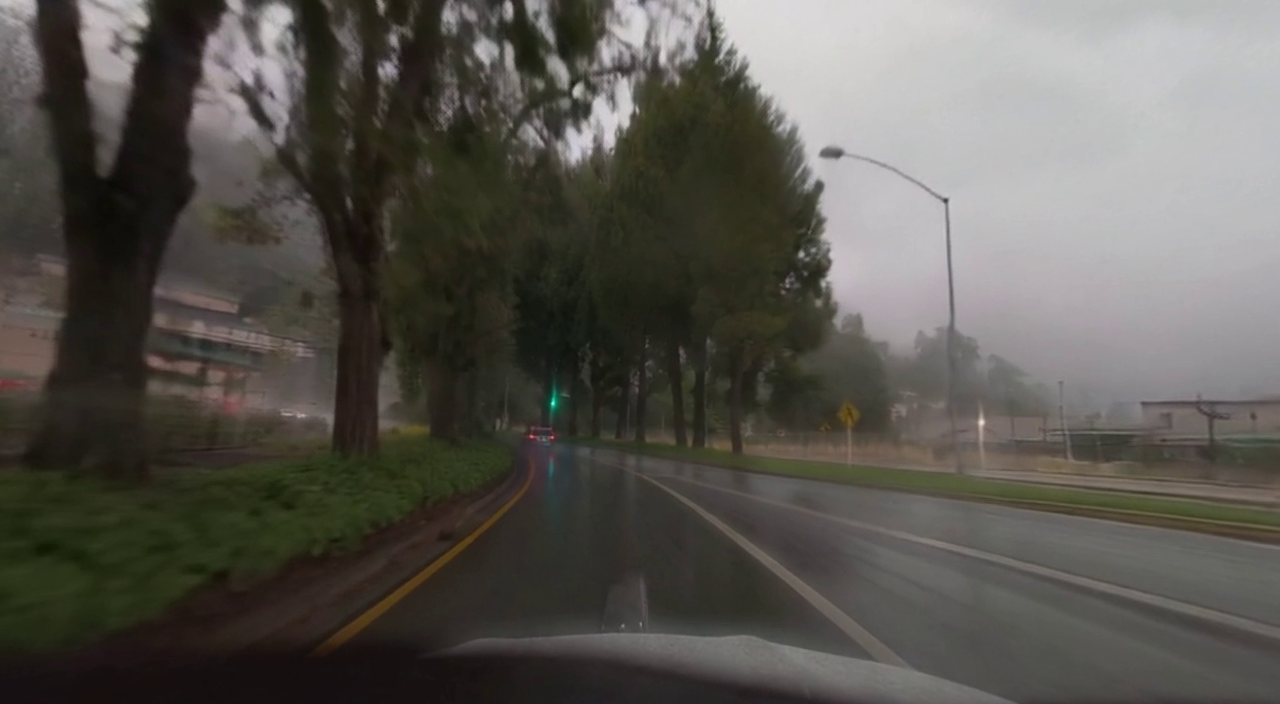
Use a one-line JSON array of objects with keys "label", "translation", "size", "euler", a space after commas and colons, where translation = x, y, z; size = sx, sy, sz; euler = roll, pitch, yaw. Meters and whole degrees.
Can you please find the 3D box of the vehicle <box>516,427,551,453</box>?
[{"label": "vehicle", "translation": [-7.689, 6.347, 45.127], "size": [1.947, 1.729, 4.051], "euler": [2, -8, -17]}]
